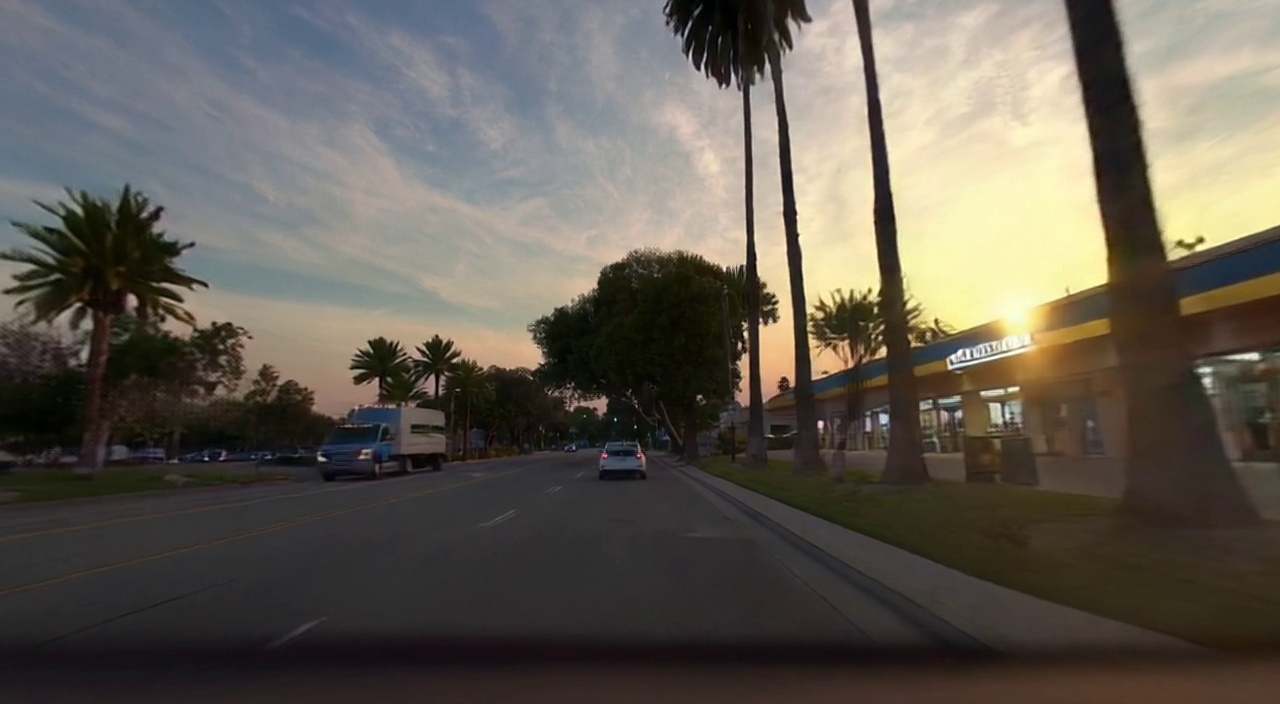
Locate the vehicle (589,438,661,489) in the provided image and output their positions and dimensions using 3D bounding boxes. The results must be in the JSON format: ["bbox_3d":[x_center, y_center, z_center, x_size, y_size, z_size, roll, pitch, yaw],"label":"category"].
[{"bbox_3d":[-0.462,3.553,20.466,2.076,1.486,4.119,0,-8,-1],"label":"vehicle"}]

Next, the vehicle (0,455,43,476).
[{"bbox_3d":[-48.656,8.794,49.121,4.087,1.460,1.861,-4,-9,27],"label":"vehicle"}]

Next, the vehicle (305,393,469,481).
[{"bbox_3d":[-11.790,4.314,31.547,3.022,3.532,12.586,0,-8,0],"label":"vehicle"}]
